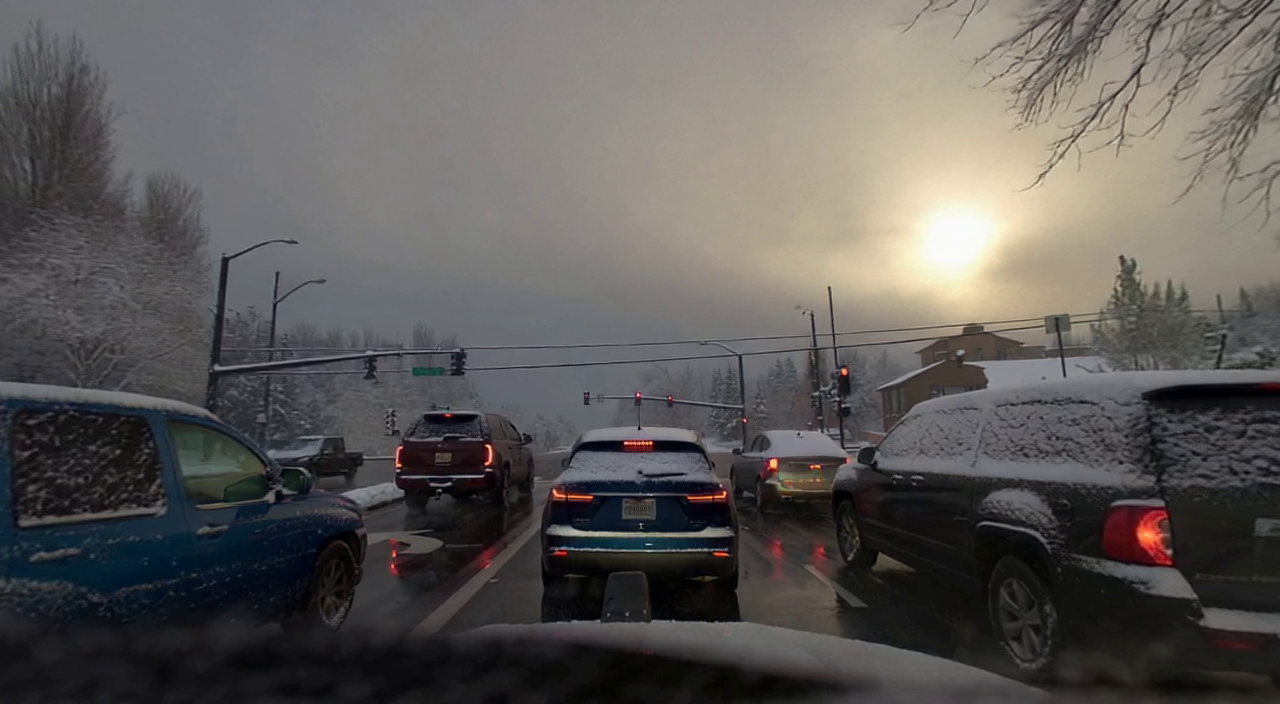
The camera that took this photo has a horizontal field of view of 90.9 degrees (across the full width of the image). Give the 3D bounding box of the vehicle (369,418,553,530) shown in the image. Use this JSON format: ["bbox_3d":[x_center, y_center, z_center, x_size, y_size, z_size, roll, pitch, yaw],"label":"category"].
[{"bbox_3d":[-3.182,2.296,12.430,2.117,1.772,4.619,0,-8,2],"label":"vehicle"}]

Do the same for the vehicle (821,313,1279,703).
[{"bbox_3d":[3.213,1.103,4.717,2.141,1.833,4.704,0,-8,-2],"label":"vehicle"}]

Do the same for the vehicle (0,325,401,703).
[{"bbox_3d":[-3.122,0.956,3.298,1.982,1.721,4.261,0,-8,1],"label":"vehicle"}]

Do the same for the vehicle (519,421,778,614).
[{"bbox_3d":[0.032,1.592,6.983,2.021,1.490,3.948,0,-8,-1],"label":"vehicle"}]
